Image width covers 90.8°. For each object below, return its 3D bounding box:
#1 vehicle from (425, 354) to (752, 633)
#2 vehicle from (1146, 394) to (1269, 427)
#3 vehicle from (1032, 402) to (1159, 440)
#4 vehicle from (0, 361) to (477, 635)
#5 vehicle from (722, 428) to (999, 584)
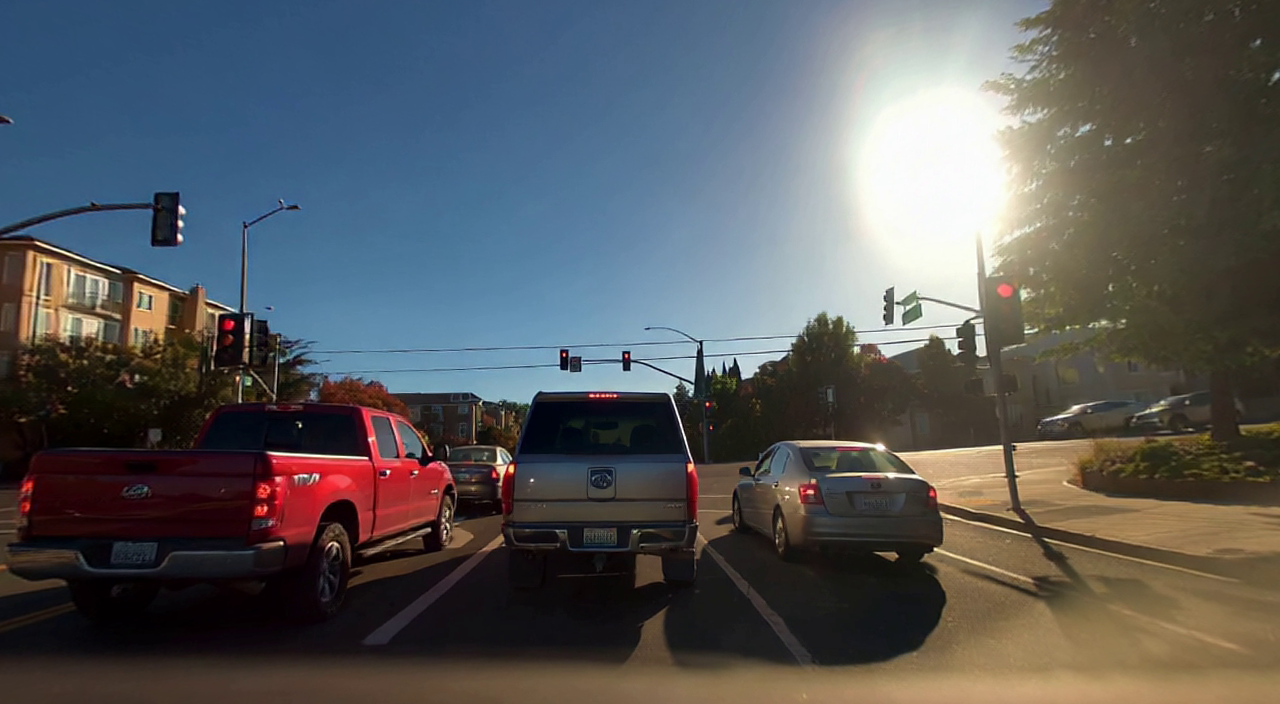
[{"bbox_3d":[-0.395,1.313,6.742,2.282,1.964,4.421,0,-9,-1],"label":"vehicle"},{"bbox_3d":[29.271,3.046,32.687,4.540,1.543,1.803,0,-9,0],"label":"vehicle"},{"bbox_3d":[23.318,3.590,32.481,4.721,1.866,2.188,0,-9,2],"label":"vehicle"},{"bbox_3d":[-3.460,1.352,6.888,2.146,1.828,5.148,0,-9,-2],"label":"vehicle"},{"bbox_3d":[2.408,1.816,8.312,2.016,1.481,4.336,0,-9,-1],"label":"vehicle"}]
